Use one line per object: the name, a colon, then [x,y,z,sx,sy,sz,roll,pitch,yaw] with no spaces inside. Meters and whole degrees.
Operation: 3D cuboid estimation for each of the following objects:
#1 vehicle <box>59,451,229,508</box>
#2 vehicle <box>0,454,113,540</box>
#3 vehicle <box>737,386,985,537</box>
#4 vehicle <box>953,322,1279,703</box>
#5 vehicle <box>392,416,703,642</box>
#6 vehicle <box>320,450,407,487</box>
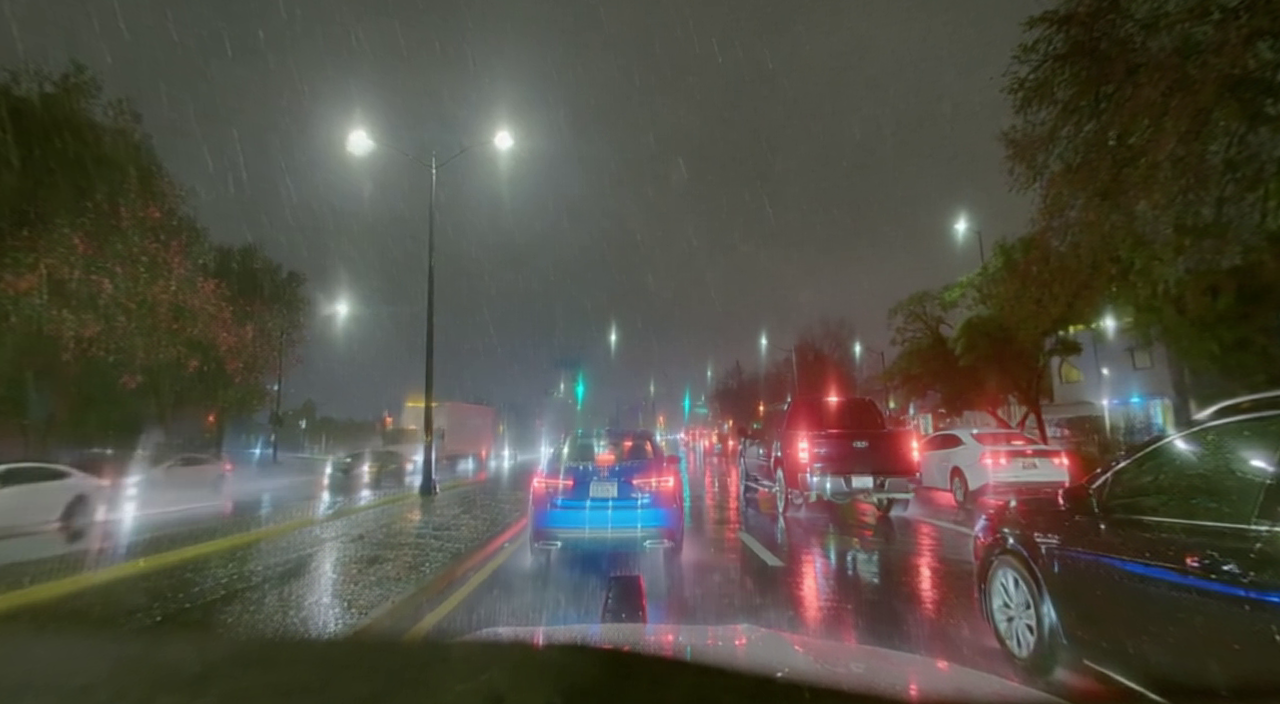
vehicle: [-16.306,4.168,21.015,1.937,1.650,4.465,0,-9,2]
vehicle: [-12.614,2.706,11.725,1.907,1.522,4.115,0,-9,0]
vehicle: [3.528,1.948,11.687,2.444,2.098,5.766,0,-8,-1]
vehicle: [3.158,0.755,2.067,1.982,1.709,4.427,0,-9,1]
vehicle: [-0.576,1.499,6.336,2.111,1.506,4.018,0,-9,2]
vehicle: [-12.482,5.249,28.645,2.055,1.524,4.074,0,-9,1]
